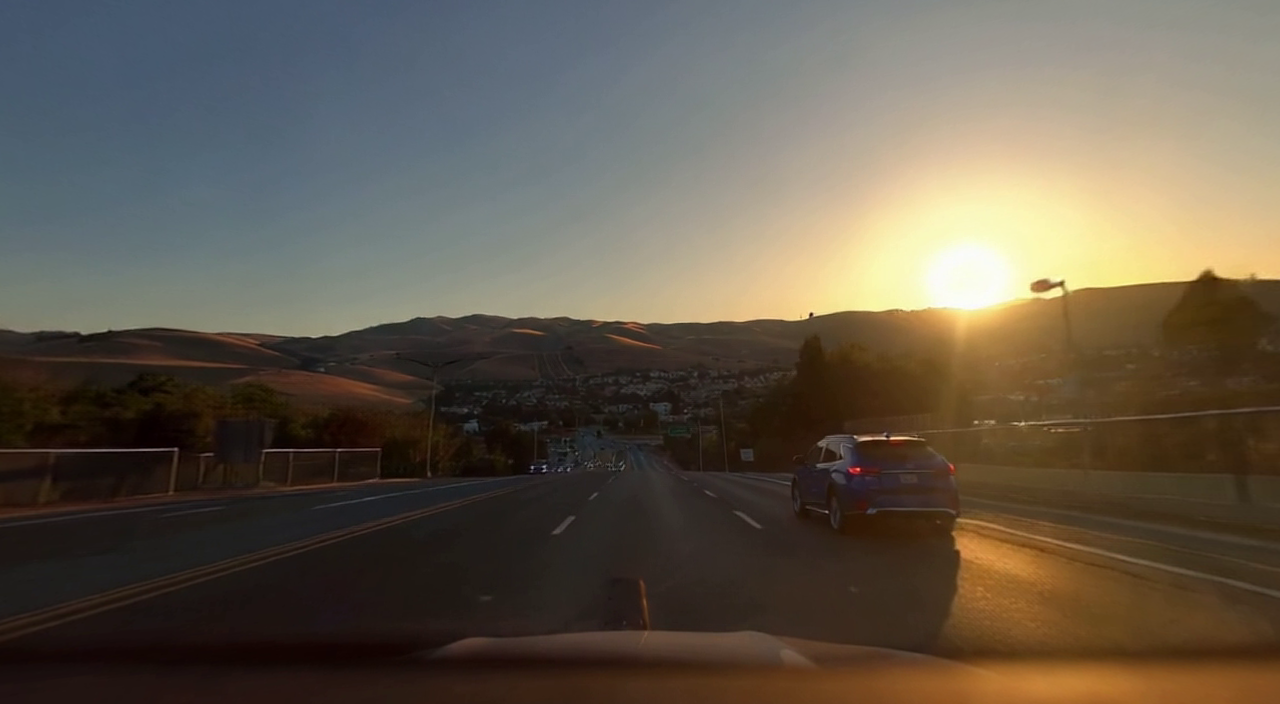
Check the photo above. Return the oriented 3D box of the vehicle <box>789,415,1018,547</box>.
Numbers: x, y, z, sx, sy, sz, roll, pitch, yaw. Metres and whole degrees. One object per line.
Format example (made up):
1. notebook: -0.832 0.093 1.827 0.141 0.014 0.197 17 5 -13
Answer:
1. vehicle: 4.003 2.031 10.563 1.989 1.730 4.324 0 -8 1
